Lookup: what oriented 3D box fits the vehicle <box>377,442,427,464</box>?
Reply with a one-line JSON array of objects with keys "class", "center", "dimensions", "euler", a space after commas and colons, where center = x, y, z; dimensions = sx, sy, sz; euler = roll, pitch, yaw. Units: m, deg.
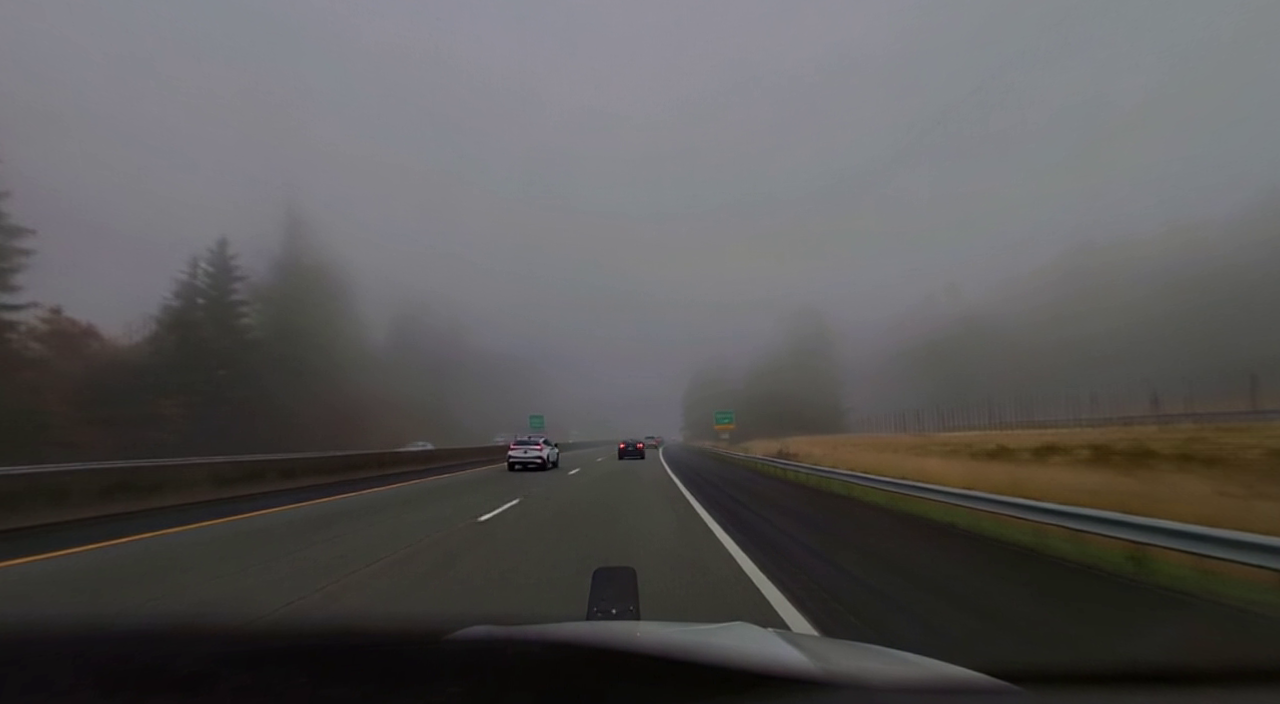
[{"class": "vehicle", "center": [-16.623, 7.053, 44.130], "dimensions": [1.803, 1.451, 4.112], "euler": [-1, -8, 2]}]

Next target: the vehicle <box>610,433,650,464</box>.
[{"class": "vehicle", "center": [-0.558, 5.487, 36.058], "dimensions": [2.146, 1.636, 4.026], "euler": [-1, -8, 0]}]

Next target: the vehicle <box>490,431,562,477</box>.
[{"class": "vehicle", "center": [-4.542, 4.140, 25.784], "dimensions": [2.075, 1.653, 4.317], "euler": [-1, -8, 2]}]
